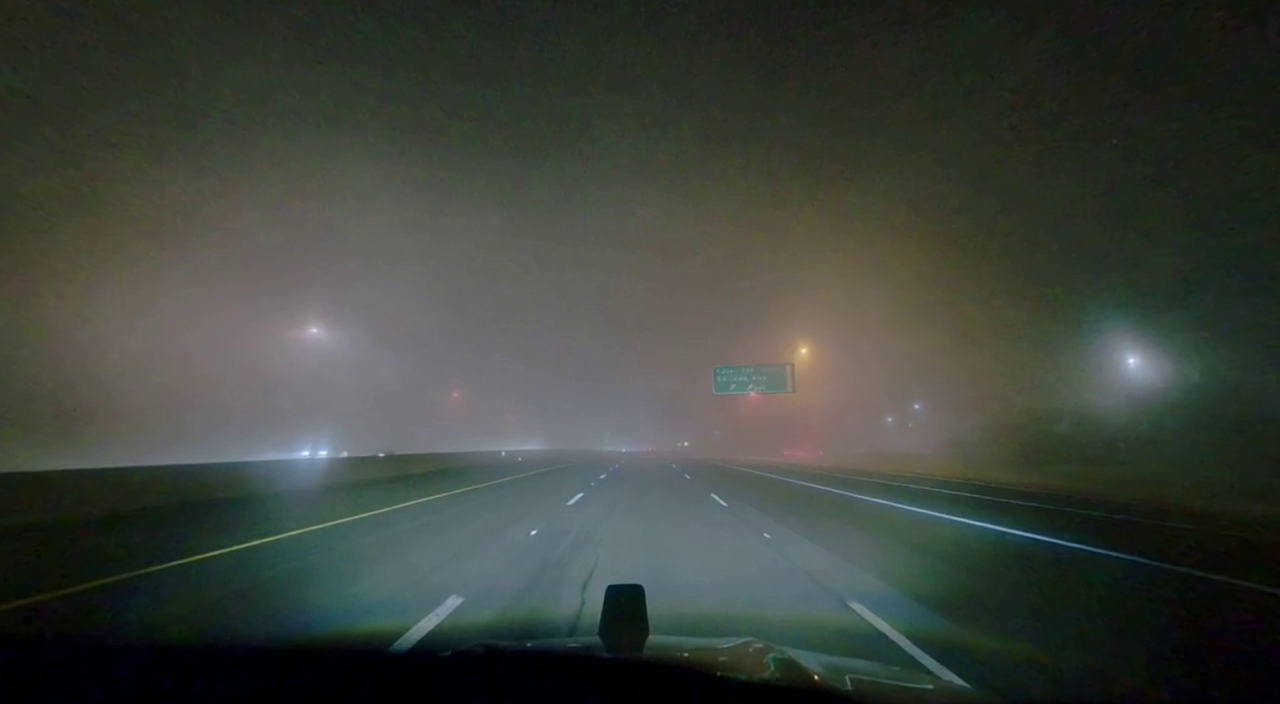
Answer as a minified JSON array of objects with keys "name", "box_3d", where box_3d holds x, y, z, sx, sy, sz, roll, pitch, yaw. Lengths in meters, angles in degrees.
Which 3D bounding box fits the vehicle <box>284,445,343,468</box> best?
[{"name":"vehicle","box_3d":[-24.933,7.991,48.254,1.965,1.660,4.576,-1,-8,1]}]
